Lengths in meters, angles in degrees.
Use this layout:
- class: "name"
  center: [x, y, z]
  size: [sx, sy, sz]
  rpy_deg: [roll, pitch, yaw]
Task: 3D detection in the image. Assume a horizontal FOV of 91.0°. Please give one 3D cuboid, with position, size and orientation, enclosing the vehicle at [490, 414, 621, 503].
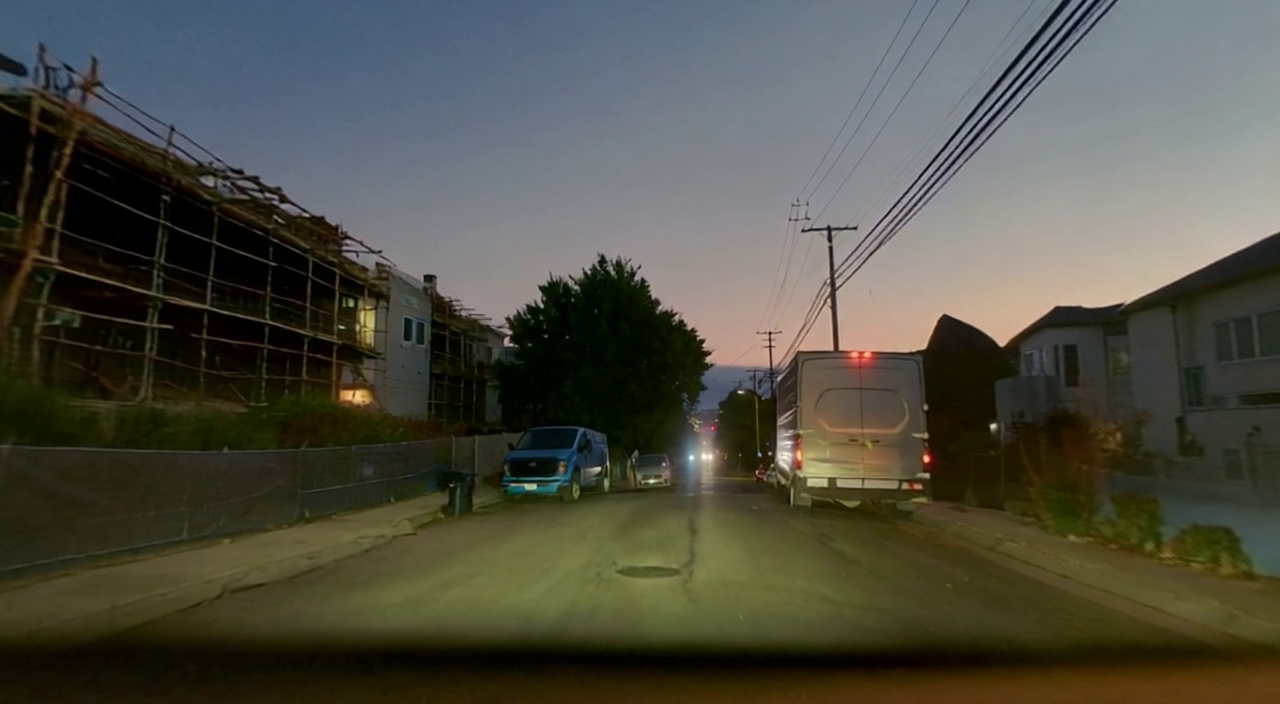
- class: "vehicle"
  center: [-2.058, 2.709, 16.977]
  size: [2.171, 1.910, 4.789]
  rpy_deg: [-2, -5, 9]

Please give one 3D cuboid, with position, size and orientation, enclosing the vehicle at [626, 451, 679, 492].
- class: "vehicle"
  center: [0.779, 6.261, 33.412]
  size: [2.257, 1.916, 5.089]
  rpy_deg: [-1, -9, 8]

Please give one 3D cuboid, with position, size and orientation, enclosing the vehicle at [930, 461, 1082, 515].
- class: "vehicle"
  center: [15.735, 5.832, 27.382]
  size: [5.321, 1.857, 1.976]
  rpy_deg: [-1, -3, 14]

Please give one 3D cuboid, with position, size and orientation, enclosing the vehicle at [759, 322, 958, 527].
- class: "vehicle"
  center: [4.973, 2.073, 16.749]
  size: [2.915, 3.793, 9.963]
  rpy_deg: [0, -9, 7]
